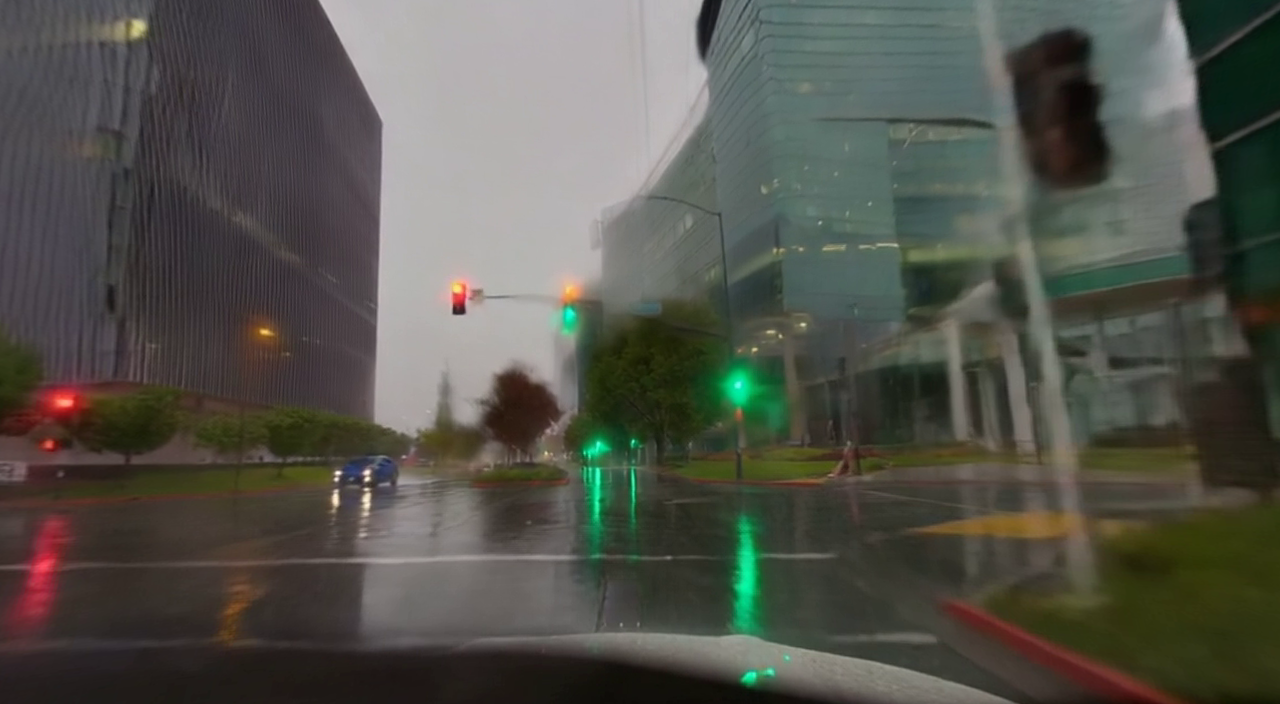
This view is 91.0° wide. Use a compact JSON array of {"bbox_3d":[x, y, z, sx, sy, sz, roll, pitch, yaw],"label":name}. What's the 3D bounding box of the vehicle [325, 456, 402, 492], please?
[{"bbox_3d":[-12.840,5.659,29.560,1.906,1.502,4.396,1,-9,-5],"label":"vehicle"}]
